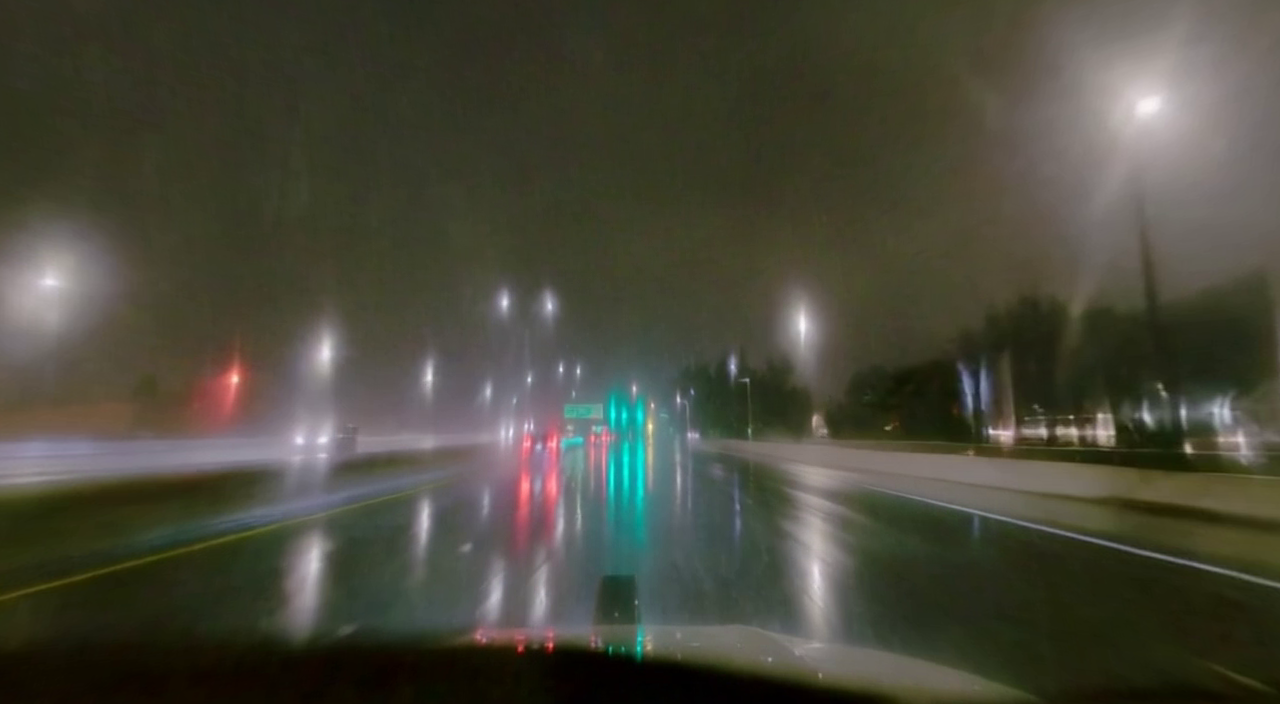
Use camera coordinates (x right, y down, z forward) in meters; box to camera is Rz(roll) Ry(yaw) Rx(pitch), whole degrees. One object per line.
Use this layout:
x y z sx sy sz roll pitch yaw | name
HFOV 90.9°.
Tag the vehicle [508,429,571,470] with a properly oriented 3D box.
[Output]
-4.180 4.121 26.954 2.062 1.591 4.156 0 -8 -1 | vehicle
